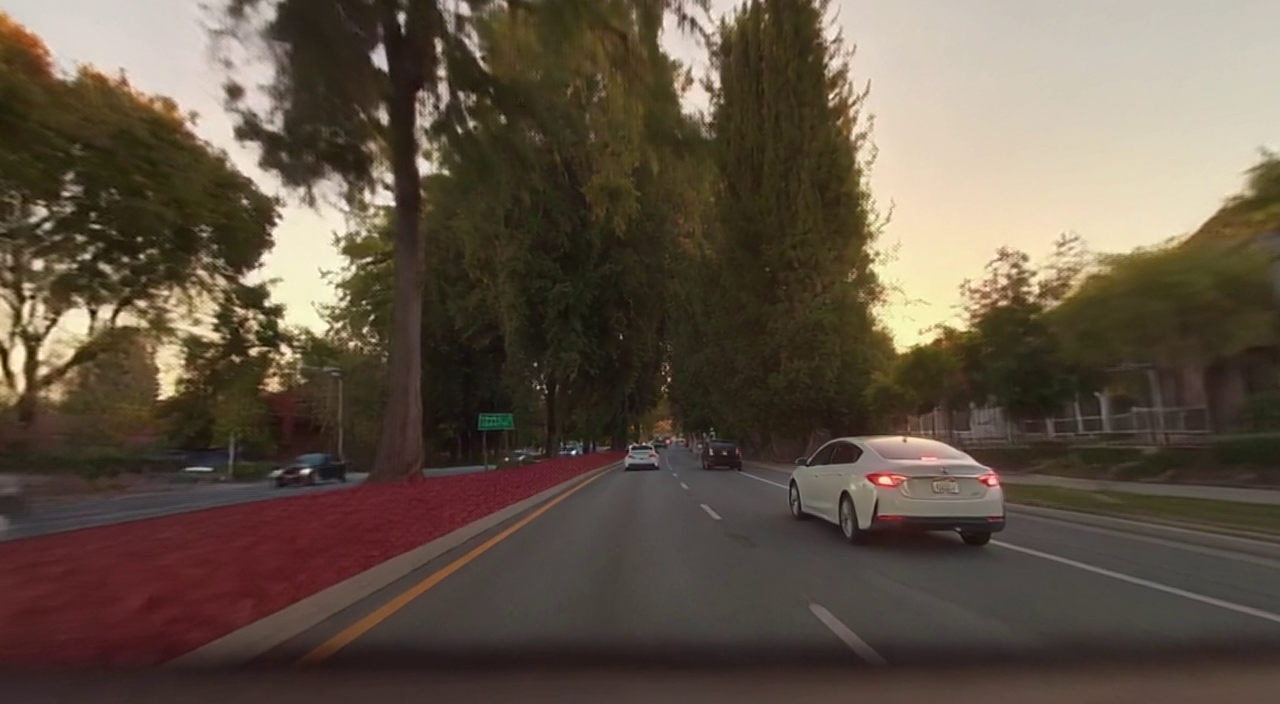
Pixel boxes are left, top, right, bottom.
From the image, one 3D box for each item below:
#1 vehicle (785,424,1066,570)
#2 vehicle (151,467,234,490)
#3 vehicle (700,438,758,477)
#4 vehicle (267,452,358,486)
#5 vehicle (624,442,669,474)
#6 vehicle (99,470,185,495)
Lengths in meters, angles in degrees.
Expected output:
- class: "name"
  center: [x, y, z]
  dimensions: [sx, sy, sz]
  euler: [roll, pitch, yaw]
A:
- class: "vehicle"
  center: [3.516, 1.862, 8.838]
  dimensions: [1.985, 1.529, 4.147]
  euler: [0, -9, 0]
- class: "vehicle"
  center: [-31.512, 8.898, 44.561]
  dimensions: [4.432, 1.535, 1.866]
  euler: [0, -9, 3]
- class: "vehicle"
  center: [4.014, 4.855, 29.326]
  dimensions: [2.074, 1.652, 4.340]
  euler: [0, -9, 0]
- class: "vehicle"
  center: [-15.229, 5.449, 29.699]
  dimensions: [1.843, 1.453, 4.425]
  euler: [0, -9, 1]
- class: "vehicle"
  center: [0.321, 5.179, 31.017]
  dimensions: [2.082, 1.473, 4.028]
  euler: [0, -9, 1]
- class: "vehicle"
  center: [-30.945, 8.110, 39.322]
  dimensions: [3.757, 1.391, 2.001]
  euler: [-2, -9, 3]
